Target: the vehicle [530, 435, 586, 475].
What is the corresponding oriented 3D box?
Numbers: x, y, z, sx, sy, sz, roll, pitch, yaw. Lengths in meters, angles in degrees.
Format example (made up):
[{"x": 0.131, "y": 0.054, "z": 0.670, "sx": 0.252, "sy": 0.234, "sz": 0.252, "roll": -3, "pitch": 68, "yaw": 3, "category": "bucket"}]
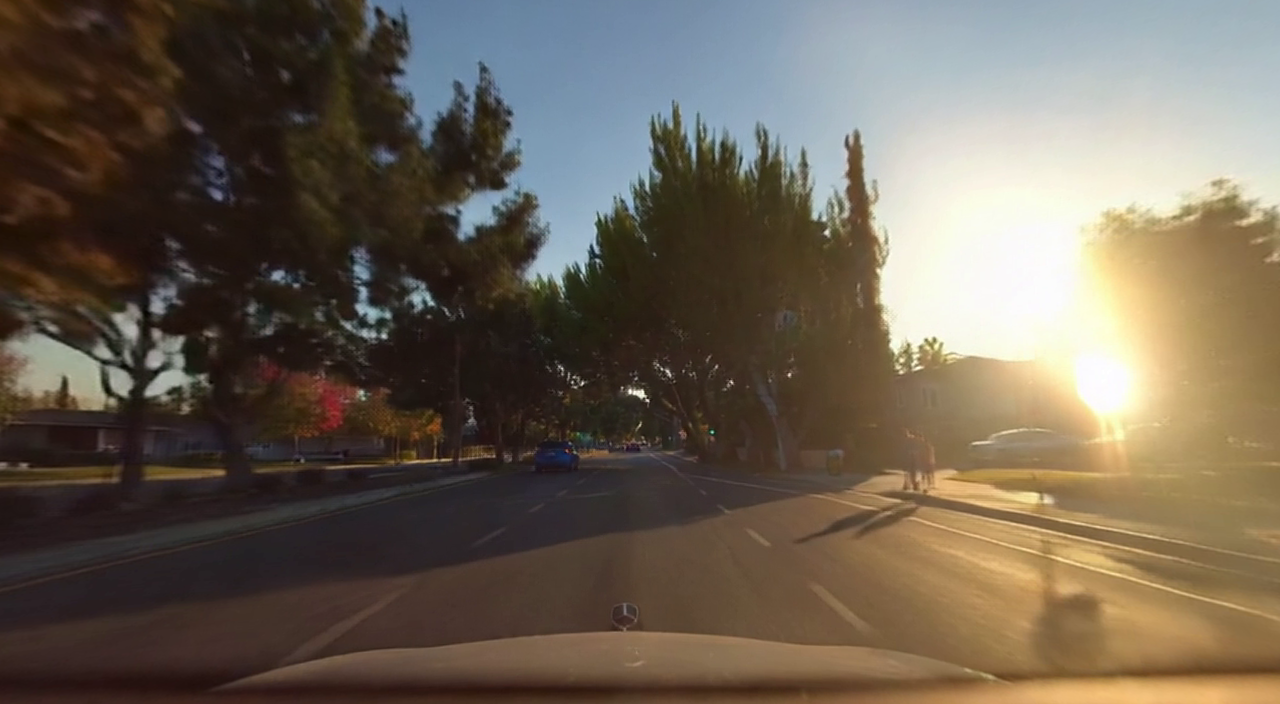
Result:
[{"x": -3.742, "y": 4.794, "z": 29.641, "sx": 1.993, "sy": 1.733, "sz": 4.262, "roll": 0, "pitch": -8, "yaw": 1, "category": "vehicle"}]
